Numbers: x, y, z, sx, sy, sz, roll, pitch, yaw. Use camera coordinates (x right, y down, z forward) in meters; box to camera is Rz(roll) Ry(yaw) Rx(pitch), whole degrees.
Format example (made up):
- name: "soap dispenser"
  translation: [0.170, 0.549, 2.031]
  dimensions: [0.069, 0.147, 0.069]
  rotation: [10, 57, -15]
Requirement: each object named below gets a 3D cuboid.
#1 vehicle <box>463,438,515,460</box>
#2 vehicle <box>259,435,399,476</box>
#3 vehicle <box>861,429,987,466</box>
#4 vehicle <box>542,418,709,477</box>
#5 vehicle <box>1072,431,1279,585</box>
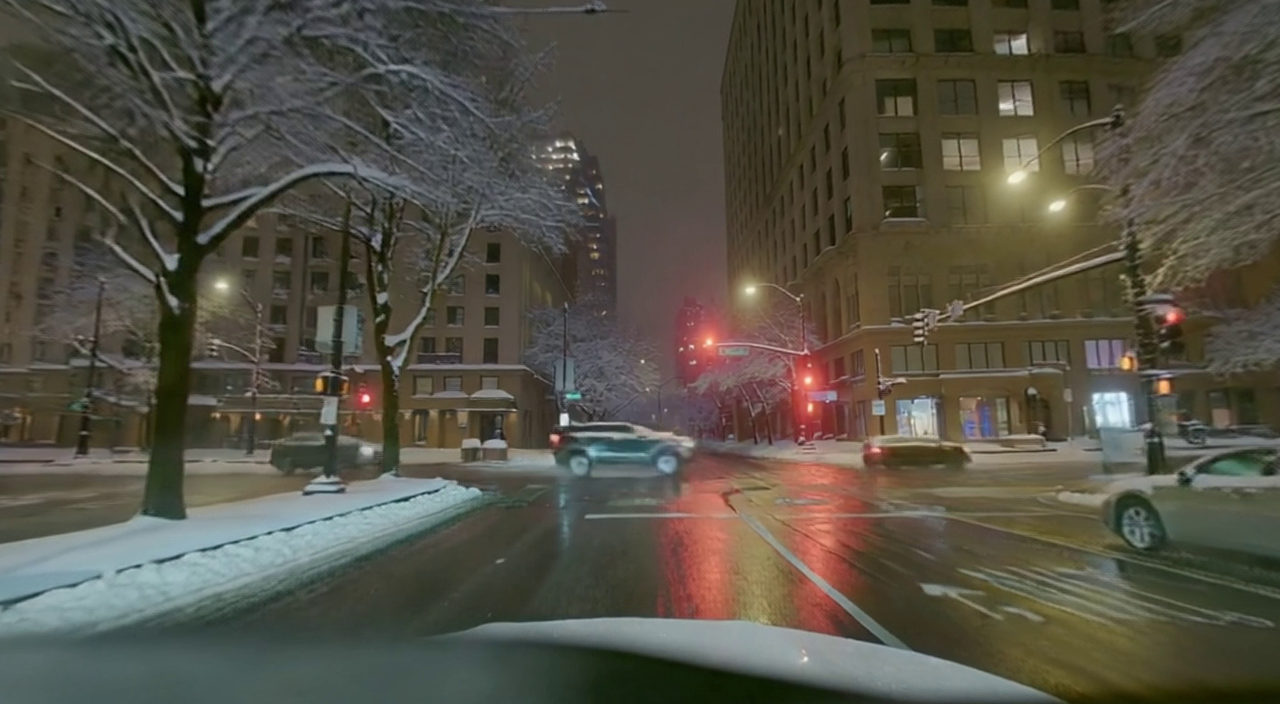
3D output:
- name: "vehicle"
  translation: [-10.803, 6.988, 45.493]
  dimensions: [1.964, 1.476, 4.593]
  rotation: [-2, -9, 10]
- name: "vehicle"
  translation: [-12.097, 4.053, 24.834]
  dimensions: [4.482, 1.492, 1.805]
  rotation: [0, -9, -4]
- name: "vehicle"
  translation: [12.021, 4.065, 26.883]
  dimensions: [4.503, 1.475, 1.789]
  rotation: [0, -9, -4]
- name: "vehicle"
  translation: [-0.546, 3.397, 22.588]
  dimensions: [5.659, 1.967, 2.149]
  rotation: [0, -9, -4]
- name: "vehicle"
  translation: [7.203, 1.571, 6.531]
  dimensions: [1.936, 1.489, 4.885]
  rotation: [0, -9, -1]
